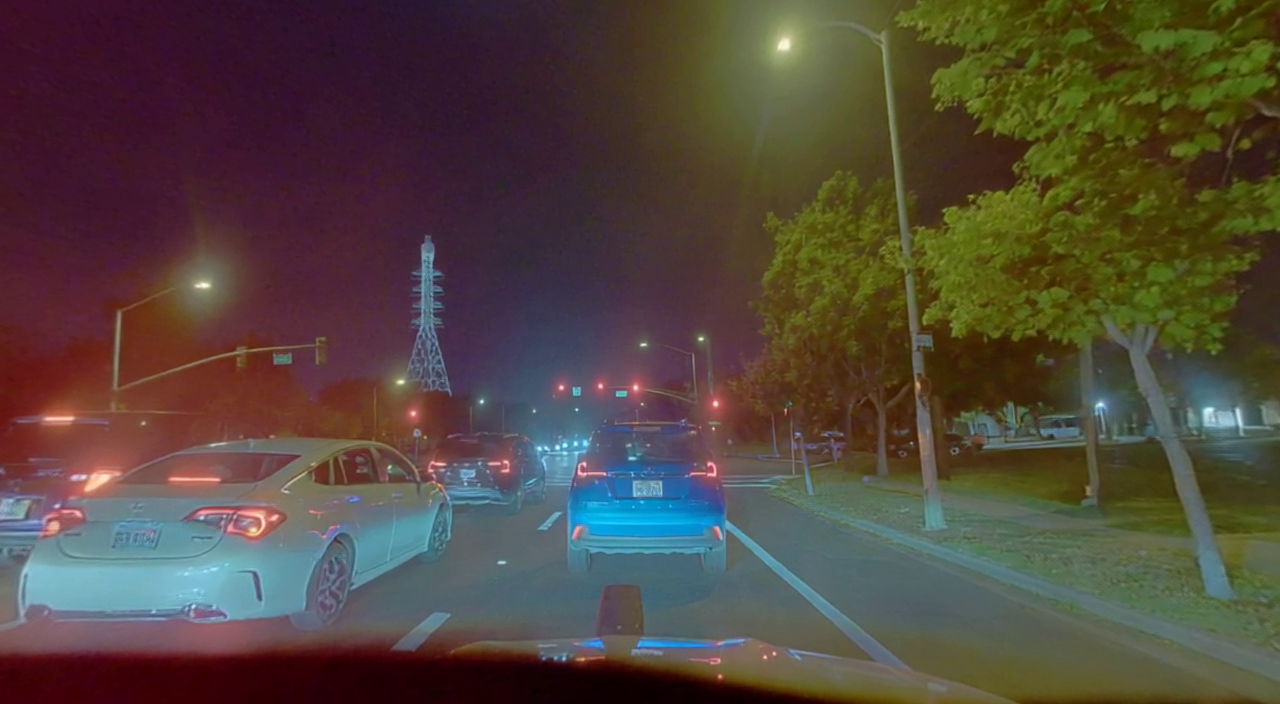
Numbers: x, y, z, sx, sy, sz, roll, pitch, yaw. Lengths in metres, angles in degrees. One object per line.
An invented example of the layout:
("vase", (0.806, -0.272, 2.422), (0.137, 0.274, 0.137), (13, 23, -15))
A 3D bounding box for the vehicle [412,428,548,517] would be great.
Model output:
("vehicle", (-3.255, 2.522, 13.672), (1.997, 1.636, 3.760), (0, -8, -1))

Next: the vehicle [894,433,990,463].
("vehicle", (15.093, 4.802, 31.705), (3.858, 1.437, 1.899), (0, -8, -4))

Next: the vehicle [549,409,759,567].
("vehicle", (0.085, 1.766, 8.944), (2.239, 1.661, 4.224), (0, -8, -2))

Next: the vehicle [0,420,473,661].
("vehicle", (-3.175, 1.495, 6.205), (1.973, 1.469, 4.448), (0, -8, -2))
